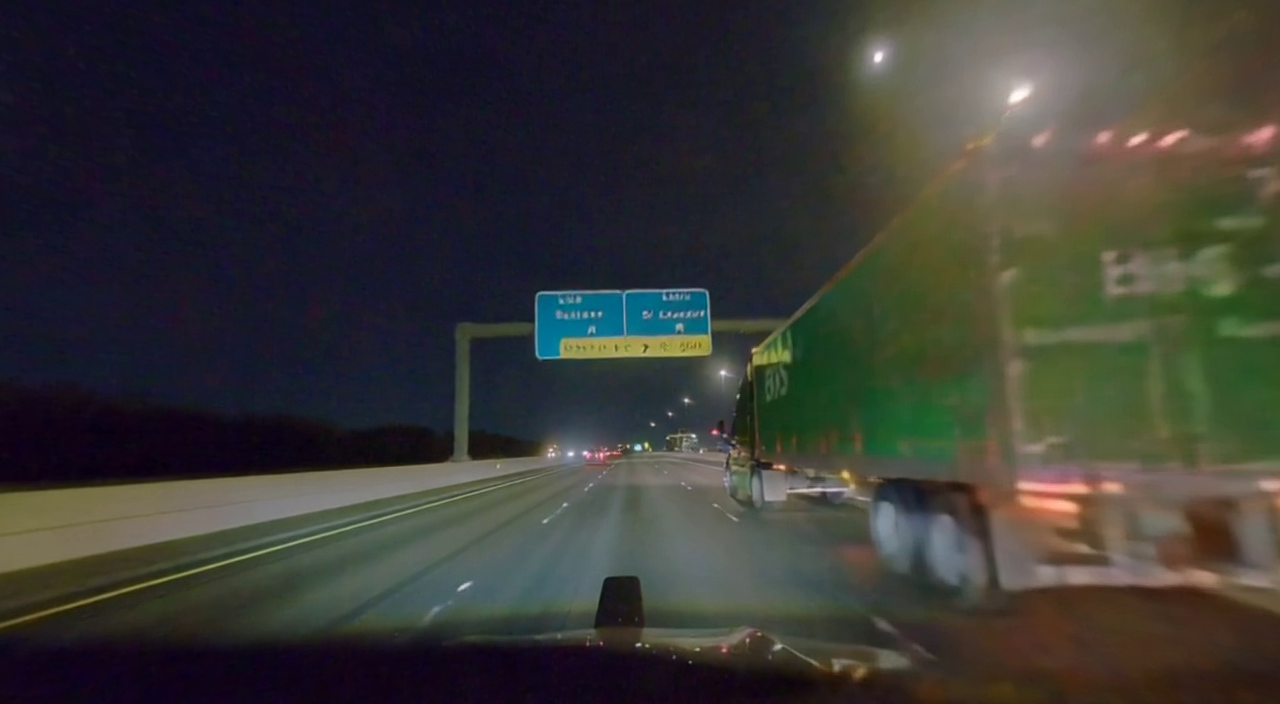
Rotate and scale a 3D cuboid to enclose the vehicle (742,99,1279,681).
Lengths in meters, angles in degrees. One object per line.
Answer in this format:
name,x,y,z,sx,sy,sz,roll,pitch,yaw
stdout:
vehicle,4.065,1.034,9.767,2.823,3.509,12.118,0,-9,0
